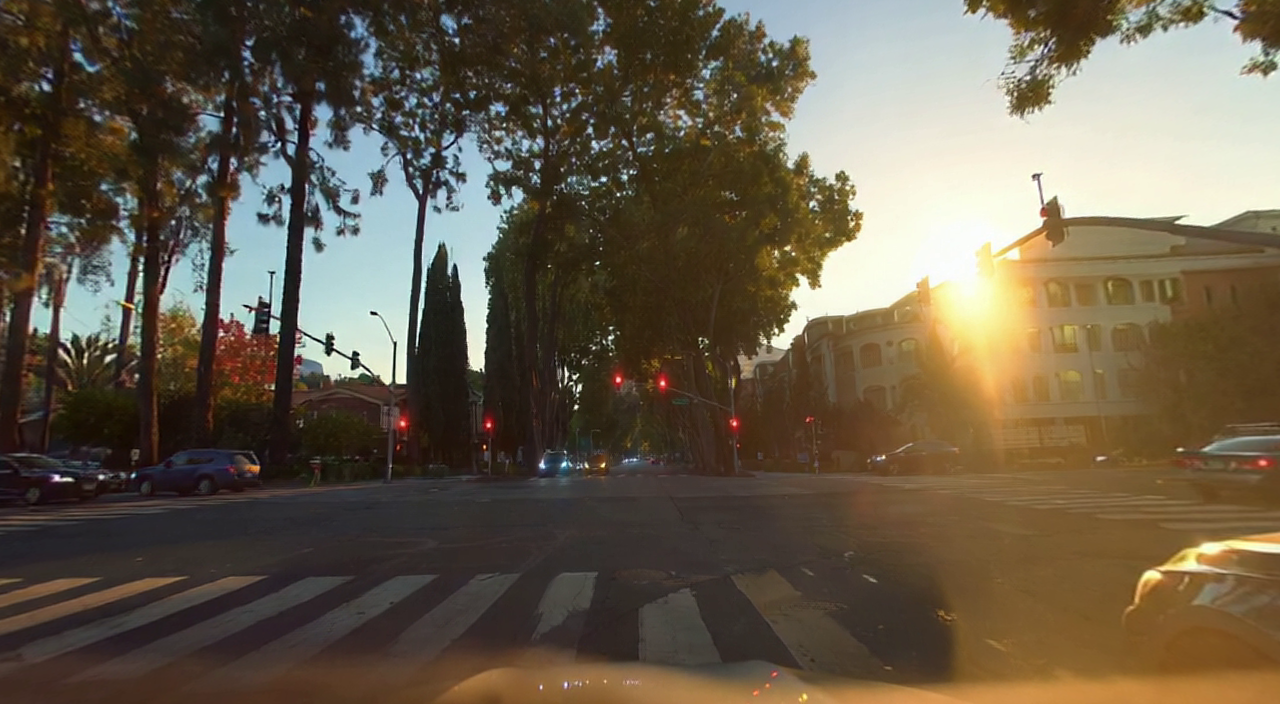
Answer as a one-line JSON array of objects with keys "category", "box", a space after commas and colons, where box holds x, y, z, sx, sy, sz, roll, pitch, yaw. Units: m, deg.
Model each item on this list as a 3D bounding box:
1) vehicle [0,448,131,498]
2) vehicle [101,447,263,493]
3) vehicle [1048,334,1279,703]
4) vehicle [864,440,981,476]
[{"category": "vehicle", "box": [-22.121, 4.414, 23.267, 4.748, 1.727, 2.325, 0, -8, 2]}, {"category": "vehicle", "box": [-19.139, 4.955, 26.646, 4.798, 1.763, 2.536, 0, -10, 0]}, {"category": "vehicle", "box": [3.333, 0.658, 1.360, 2.227, 1.705, 4.719, -1, -8, 8]}, {"category": "vehicle", "box": [15.607, 5.891, 35.145, 5.220, 1.897, 2.596, 0, -8, 0]}]
